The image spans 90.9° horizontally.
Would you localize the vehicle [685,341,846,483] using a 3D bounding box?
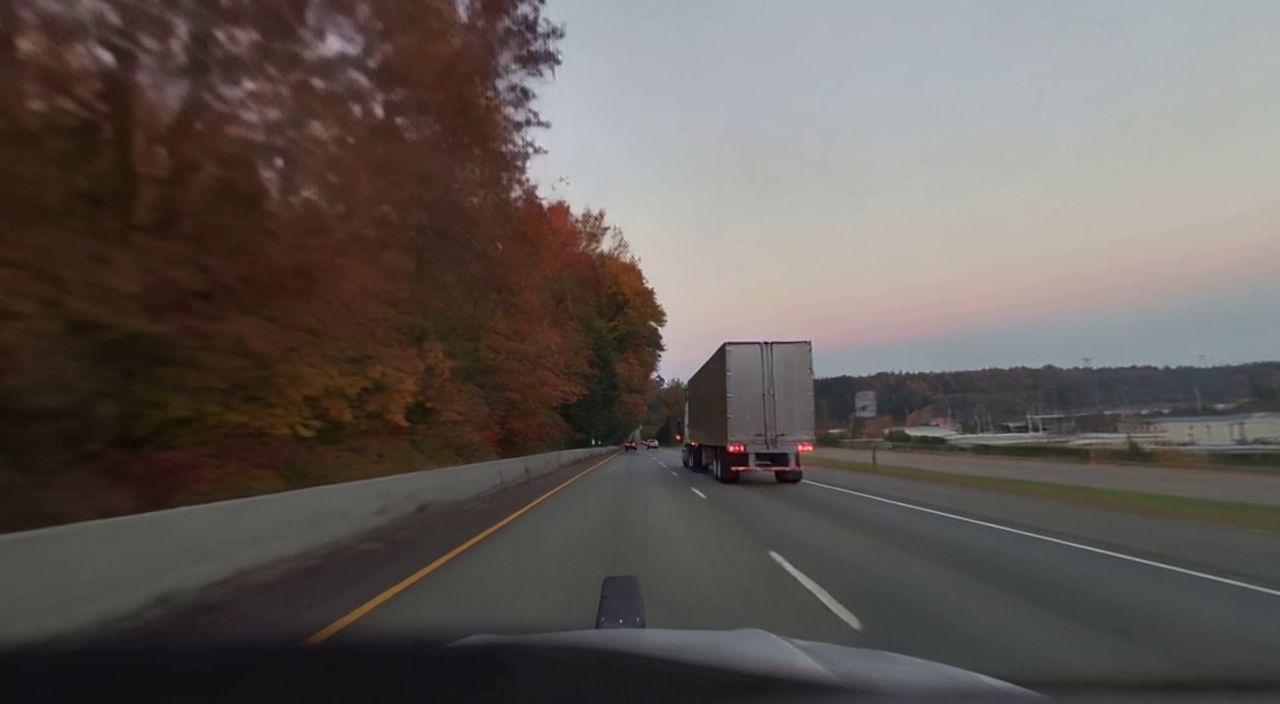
[{"bbox_3d":[4.136,2.763,25.638,3.357,4.101,14.659,0,-8,-1],"label":"vehicle"}]
